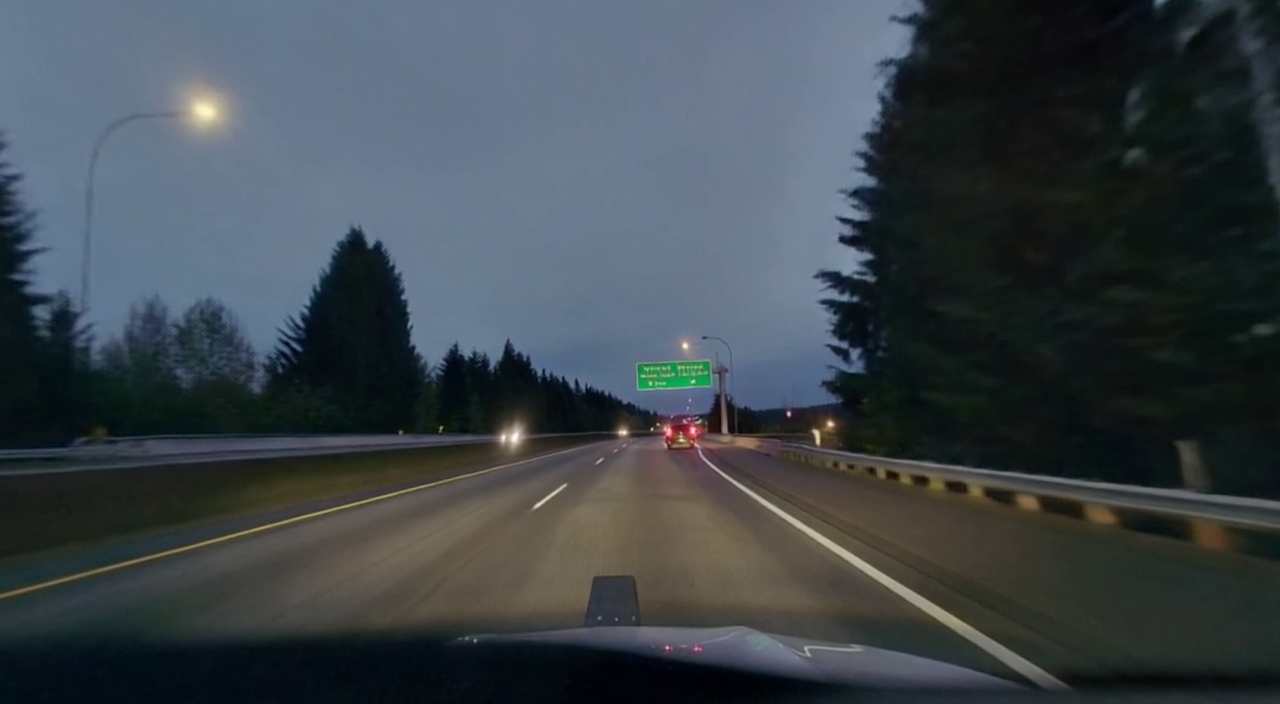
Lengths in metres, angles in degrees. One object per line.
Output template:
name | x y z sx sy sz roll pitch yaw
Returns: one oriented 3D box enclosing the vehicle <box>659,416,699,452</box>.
vehicle | 2.604 5.636 43.362 2.450 2.314 4.753 0 -8 0
